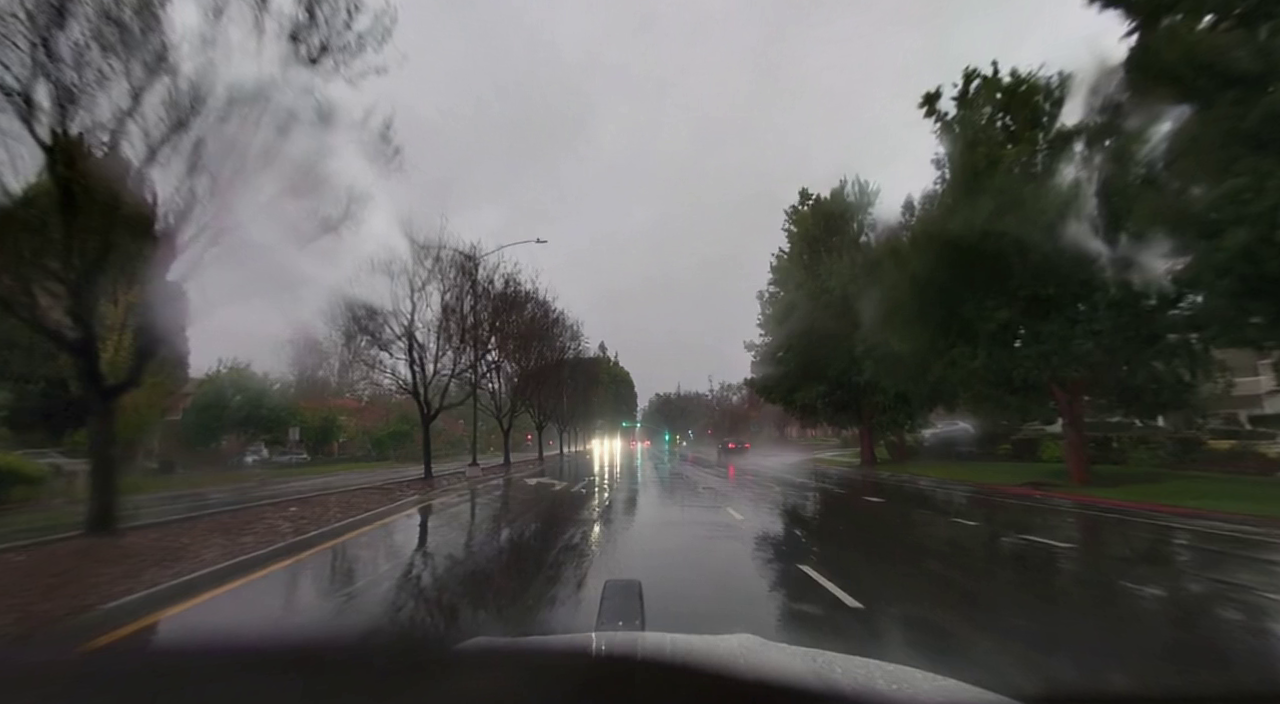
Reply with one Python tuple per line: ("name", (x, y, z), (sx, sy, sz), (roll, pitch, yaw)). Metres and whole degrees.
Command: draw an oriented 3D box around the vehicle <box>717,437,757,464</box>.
("vehicle", (6.607, 6.741, 43.351), (2.011, 1.710, 4.357), (0, -9, -1))
